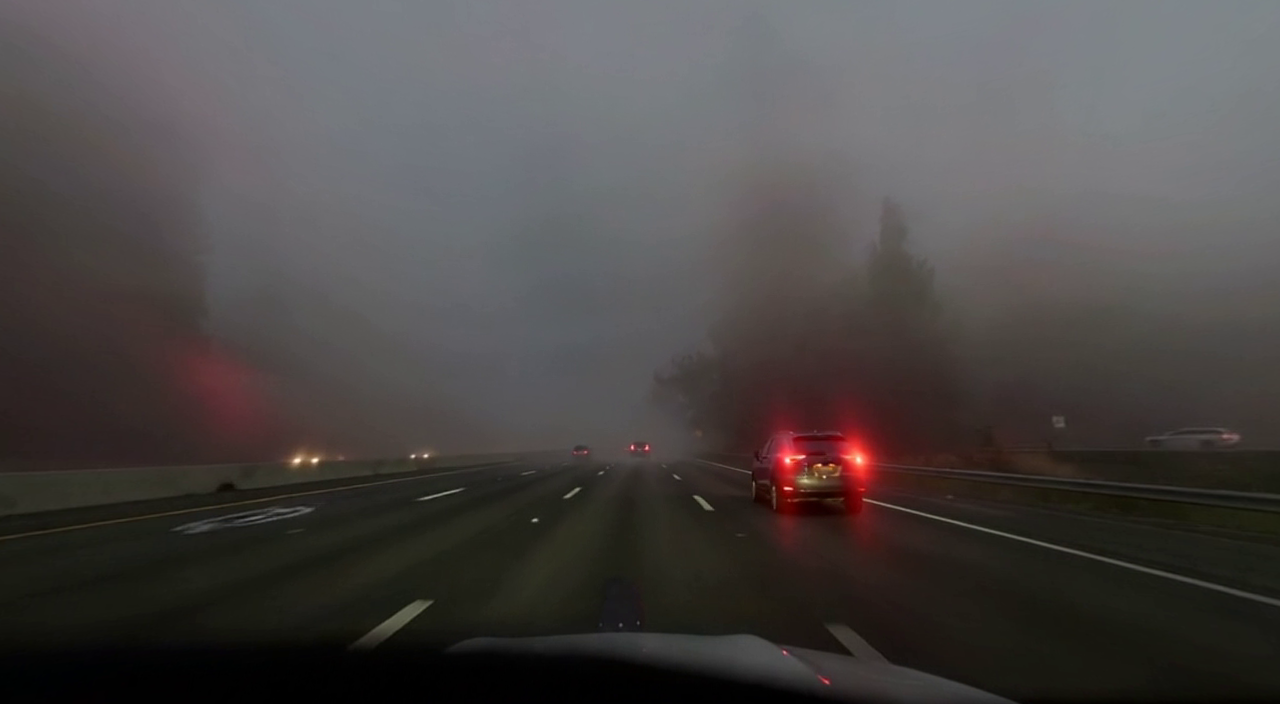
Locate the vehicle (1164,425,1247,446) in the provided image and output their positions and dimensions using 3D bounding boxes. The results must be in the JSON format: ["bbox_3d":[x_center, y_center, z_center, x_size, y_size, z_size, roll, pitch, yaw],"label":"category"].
[{"bbox_3d":[43.664,6.501,48.873,1.905,1.549,4.375,6,-10,-36],"label":"vehicle"}]
